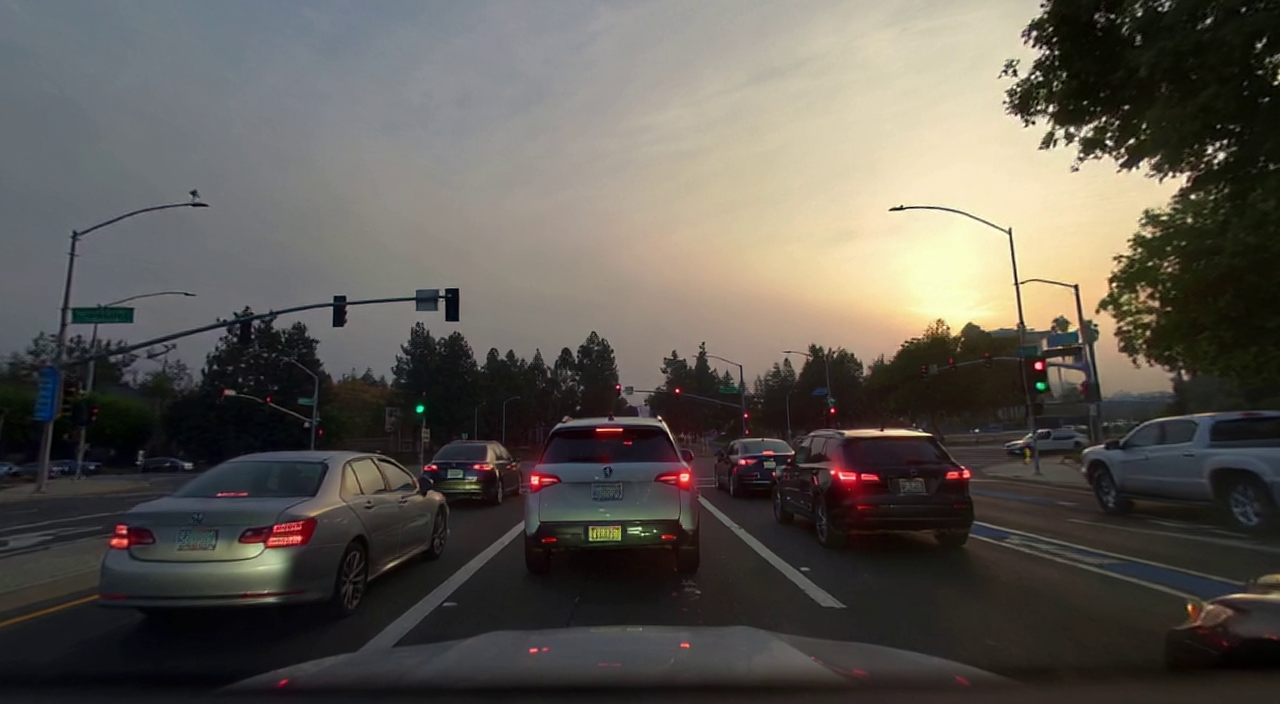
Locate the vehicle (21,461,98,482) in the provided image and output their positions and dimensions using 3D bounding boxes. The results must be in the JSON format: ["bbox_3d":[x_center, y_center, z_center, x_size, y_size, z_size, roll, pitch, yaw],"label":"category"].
[{"bbox_3d":[-45.662,9.387,49.385,4.232,1.498,1.791,0,-9,1],"label":"vehicle"}]

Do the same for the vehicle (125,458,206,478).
[{"bbox_3d":[-37.334,9.148,49.461,4.914,1.487,1.850,0,-9,1],"label":"vehicle"}]

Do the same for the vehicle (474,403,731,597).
[{"bbox_3d":[-0.310,1.604,7.625,2.256,1.694,4.055,0,-9,1],"label":"vehicle"}]

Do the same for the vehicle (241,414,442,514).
[{"bbox_3d":[-6.722,2.588,14.986,2.214,1.953,5.017,0,-9,1],"label":"vehicle"}]

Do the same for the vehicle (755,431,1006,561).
[{"bbox_3d":[3.166,1.986,9.469,1.971,1.473,4.495,0,-9,0],"label":"vehicle"}]

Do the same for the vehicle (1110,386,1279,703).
[{"bbox_3d":[3.303,0.673,0.839,1.980,1.515,4.362,0,-9,1],"label":"vehicle"}]
